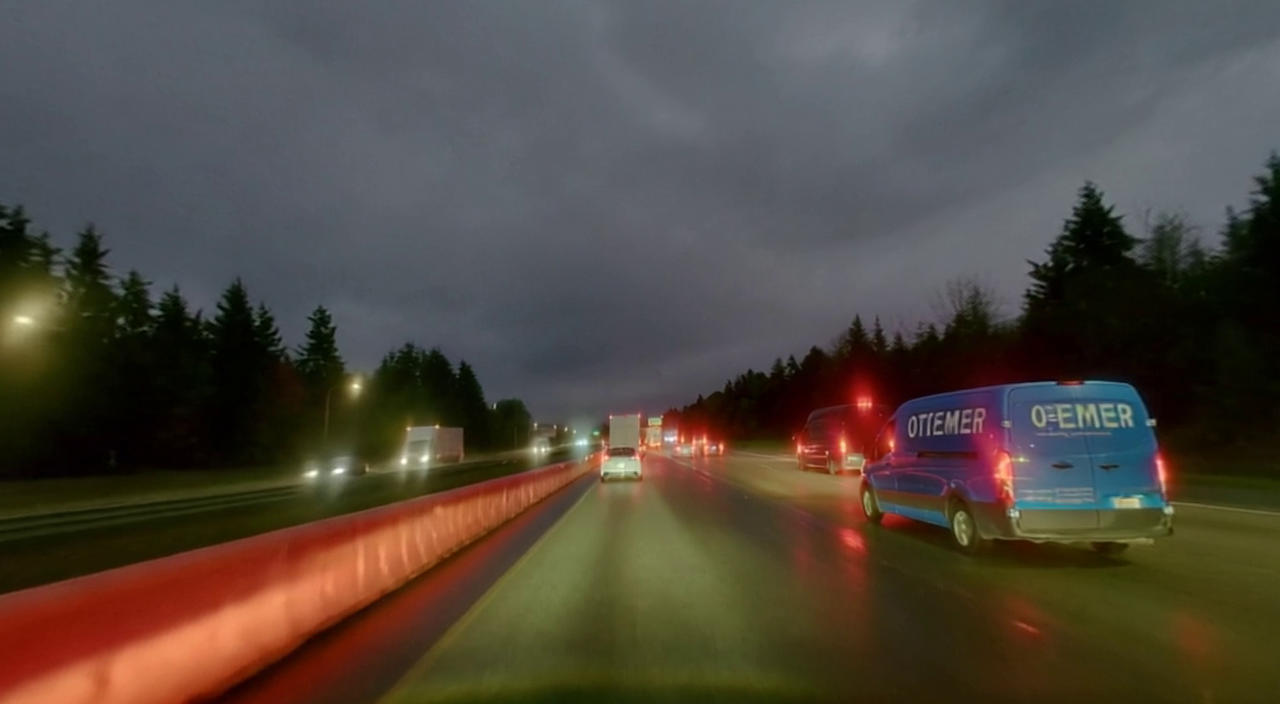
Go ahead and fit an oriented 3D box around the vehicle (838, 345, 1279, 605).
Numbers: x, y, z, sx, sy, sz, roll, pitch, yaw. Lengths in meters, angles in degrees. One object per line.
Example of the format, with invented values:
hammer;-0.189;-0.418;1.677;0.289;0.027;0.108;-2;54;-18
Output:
vehicle;4.378;1.304;7.513;2.223;2.008;5.121;0;-8;-1

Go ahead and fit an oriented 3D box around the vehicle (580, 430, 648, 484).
vehicle;-0.833;3.498;21.171;2.100;1.636;3.620;0;-8;-1

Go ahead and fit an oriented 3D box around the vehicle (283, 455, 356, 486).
vehicle;-17.919;6.622;35.423;1.805;1.485;4.297;0;-8;0
